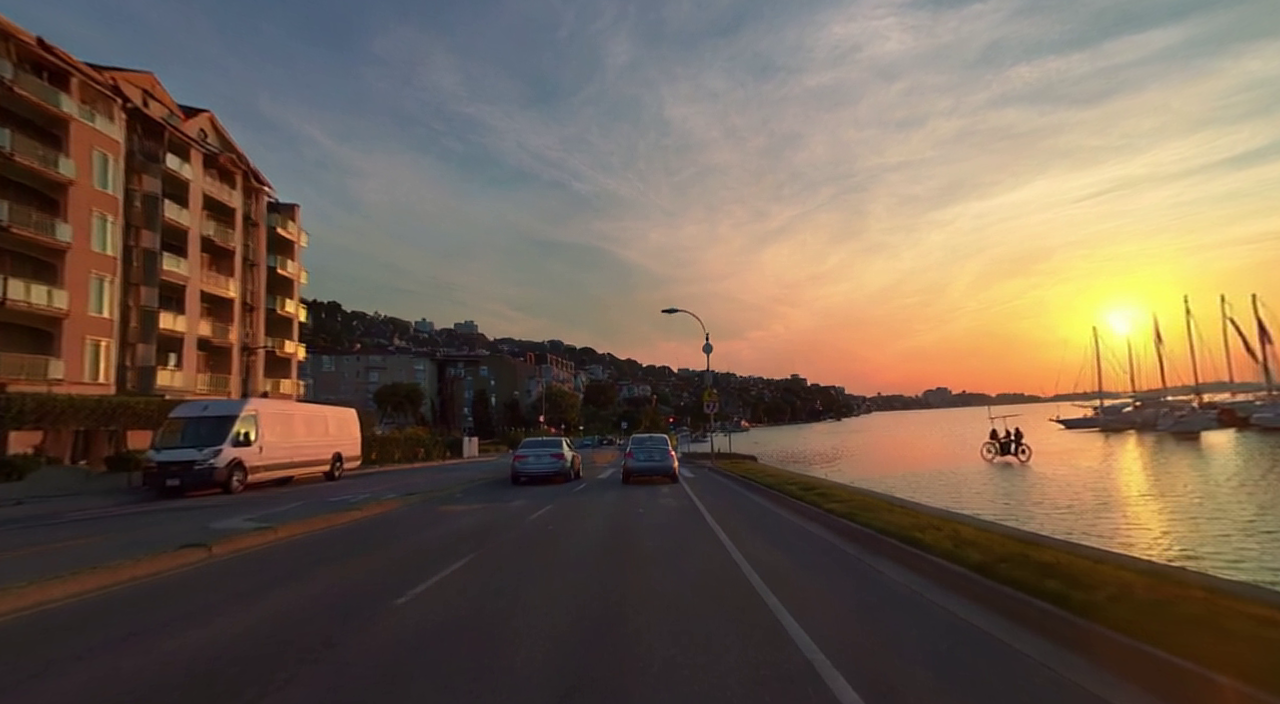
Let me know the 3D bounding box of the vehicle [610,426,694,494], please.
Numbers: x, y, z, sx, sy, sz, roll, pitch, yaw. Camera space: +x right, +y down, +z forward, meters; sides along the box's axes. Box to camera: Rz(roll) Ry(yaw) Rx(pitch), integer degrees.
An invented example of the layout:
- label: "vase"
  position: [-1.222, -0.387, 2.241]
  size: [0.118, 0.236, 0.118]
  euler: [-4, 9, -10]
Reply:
- label: "vehicle"
  position: [0.296, 2.919, 17.296]
  size: [2.057, 1.624, 3.726]
  euler: [0, -8, 0]

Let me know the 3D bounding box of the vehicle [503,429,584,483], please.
- label: "vehicle"
  position: [-3.236, 3.612, 22.064]
  size: [2.056, 1.680, 4.205]
  euler: [-1, -8, 1]

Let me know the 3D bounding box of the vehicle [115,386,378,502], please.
- label: "vehicle"
  position: [-13.181, 3.304, 22.678]
  size: [2.924, 3.288, 9.352]
  euler: [-1, -8, 4]
